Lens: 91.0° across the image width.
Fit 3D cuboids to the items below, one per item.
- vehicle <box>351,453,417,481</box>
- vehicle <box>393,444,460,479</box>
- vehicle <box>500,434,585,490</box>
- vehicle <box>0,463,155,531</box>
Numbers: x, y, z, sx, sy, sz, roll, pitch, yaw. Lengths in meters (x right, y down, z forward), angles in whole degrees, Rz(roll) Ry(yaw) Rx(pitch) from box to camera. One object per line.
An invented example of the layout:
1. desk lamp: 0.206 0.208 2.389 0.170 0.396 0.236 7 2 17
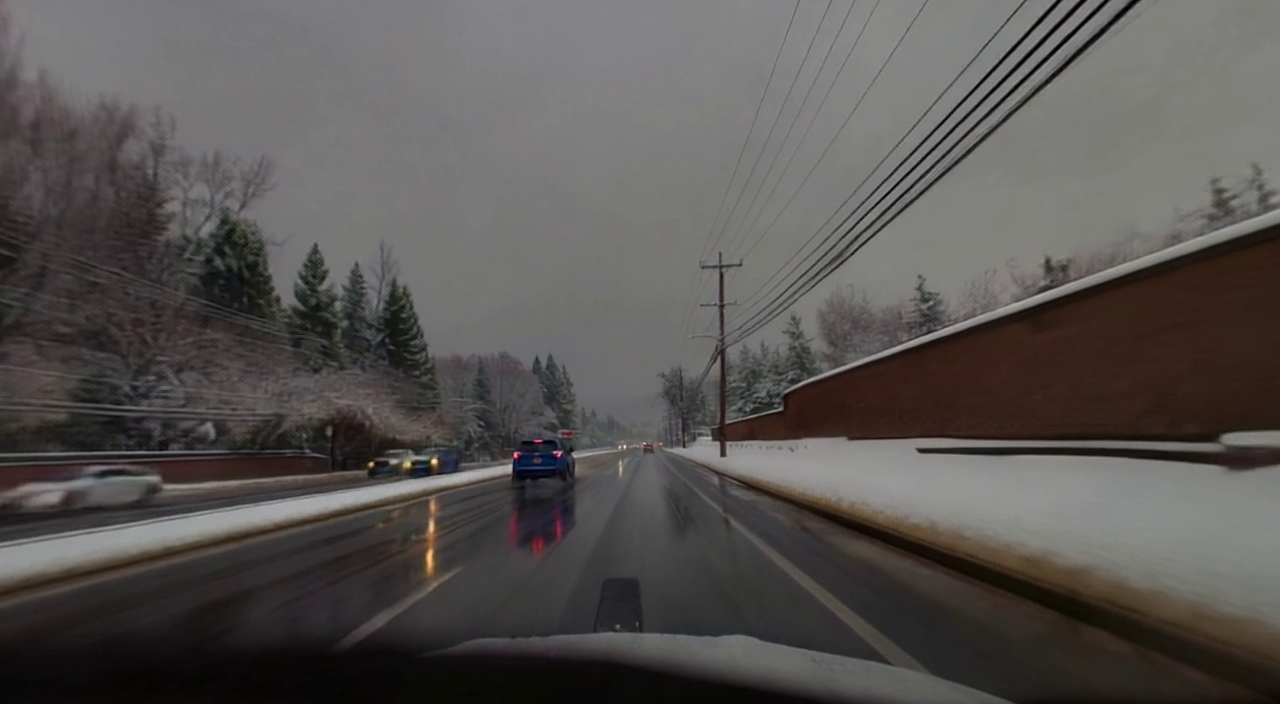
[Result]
1. vehicle: -15.248 6.863 37.778 1.871 1.505 4.708 0 -8 2
2. vehicle: -11.475 5.891 34.188 2.006 1.731 4.512 0 -8 1
3. vehicle: -3.264 3.803 22.072 2.147 1.730 4.555 0 -8 1
4. vehicle: -15.821 3.802 17.028 1.921 1.467 4.297 0 -8 1
